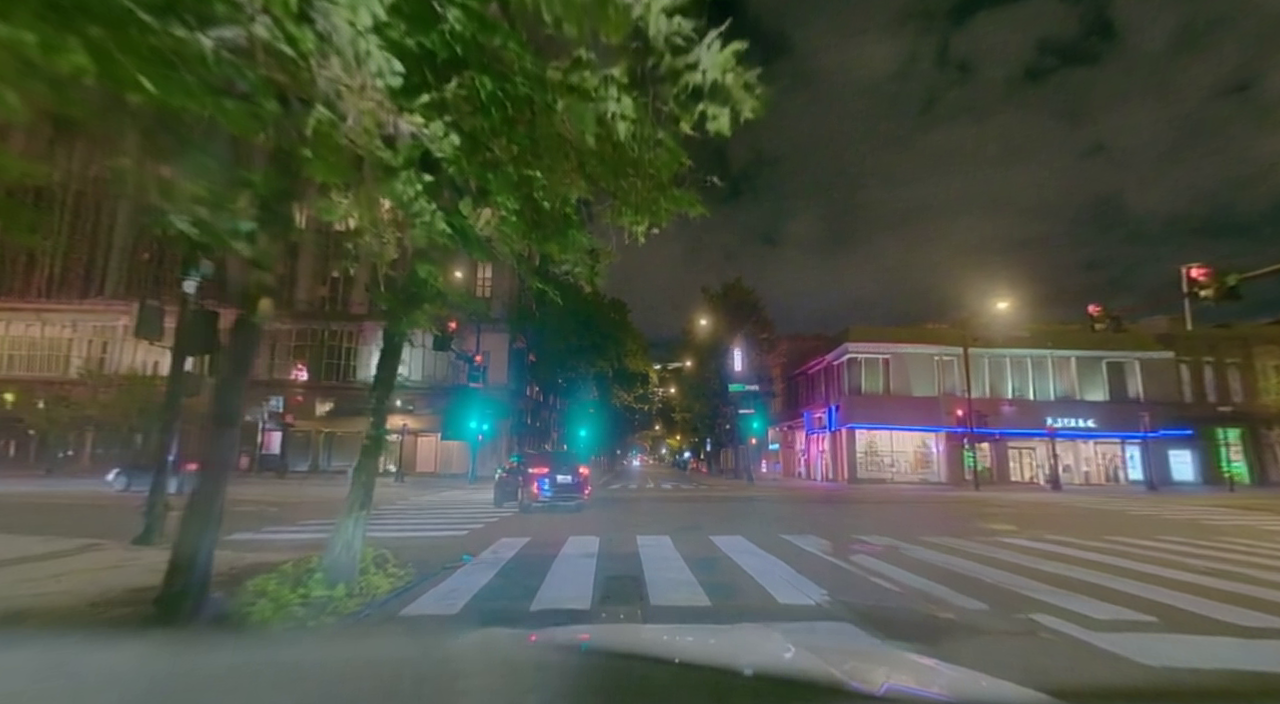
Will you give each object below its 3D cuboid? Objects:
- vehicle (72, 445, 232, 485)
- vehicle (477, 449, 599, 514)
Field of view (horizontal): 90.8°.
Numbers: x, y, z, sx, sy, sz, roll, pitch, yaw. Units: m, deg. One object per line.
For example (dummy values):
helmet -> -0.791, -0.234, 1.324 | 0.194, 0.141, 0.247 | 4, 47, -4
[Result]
vehicle -> -18.844, 4.373, 24.555 | 4.627, 1.468, 1.871 | -1, -9, 0
vehicle -> -2.924, 3.402, 17.189 | 2.106, 1.482, 4.459 | 4, -10, -25
